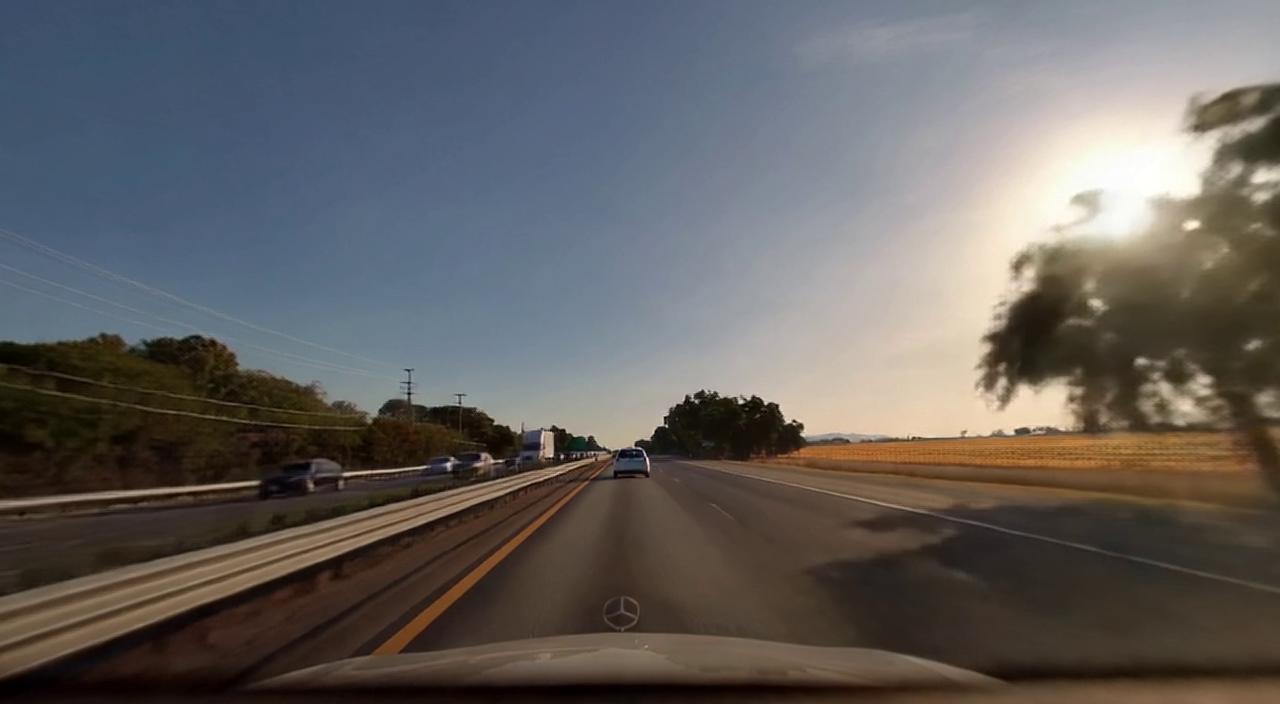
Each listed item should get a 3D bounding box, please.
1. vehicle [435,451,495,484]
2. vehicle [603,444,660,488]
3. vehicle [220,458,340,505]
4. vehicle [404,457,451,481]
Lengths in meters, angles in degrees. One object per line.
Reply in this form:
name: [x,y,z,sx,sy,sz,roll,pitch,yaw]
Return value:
vehicle: [-8.904,5.904,32.277,1.893,1.519,4.127,0,-9,0]
vehicle: [-0.346,4.314,24.013,1.971,1.518,4.108,0,-9,-1]
vehicle: [-13.302,4.788,23.541,1.853,1.500,4.552,0,-9,-1]
vehicle: [-13.763,7.574,40.811,1.822,1.457,3.708,0,-9,-1]
